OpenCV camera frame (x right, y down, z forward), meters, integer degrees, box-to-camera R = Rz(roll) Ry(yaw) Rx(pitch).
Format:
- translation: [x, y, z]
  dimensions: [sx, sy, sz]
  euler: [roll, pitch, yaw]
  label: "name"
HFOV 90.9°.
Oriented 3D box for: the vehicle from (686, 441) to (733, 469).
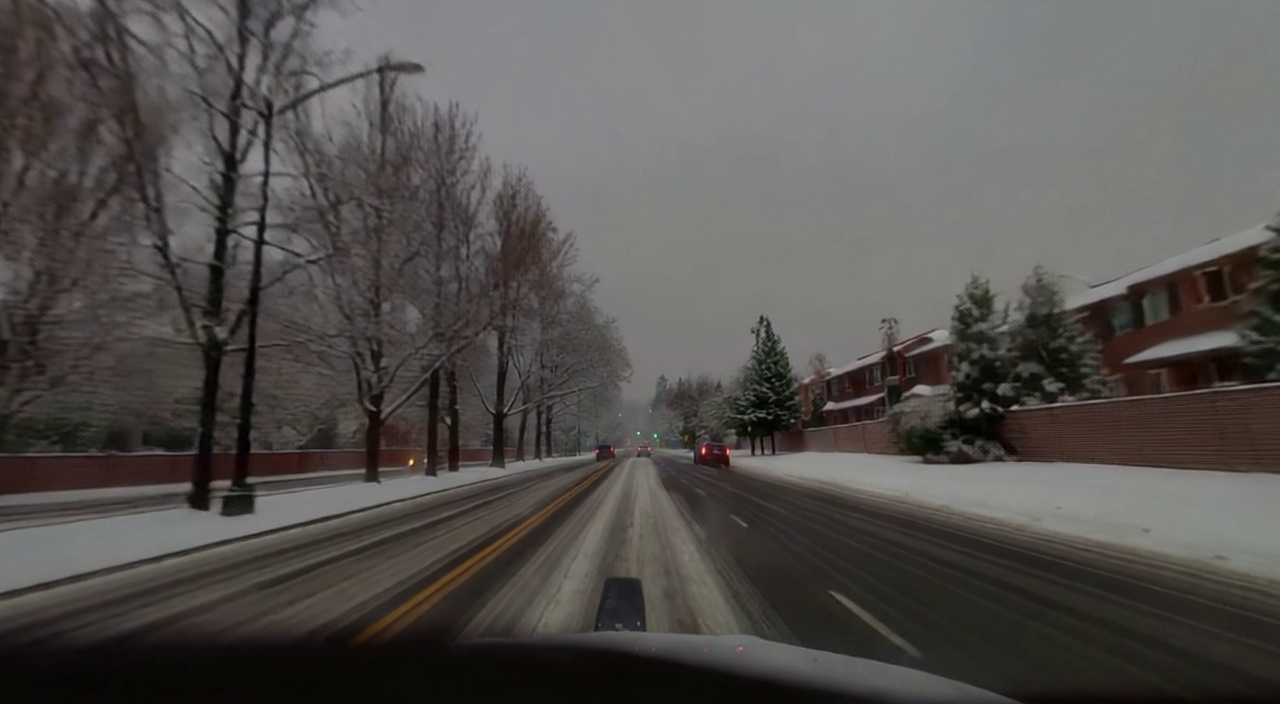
- translation: [4.113, 6.206, 38.191]
  dimensions: [2.237, 1.578, 4.621]
  euler: [0, -8, -1]
  label: "vehicle"
